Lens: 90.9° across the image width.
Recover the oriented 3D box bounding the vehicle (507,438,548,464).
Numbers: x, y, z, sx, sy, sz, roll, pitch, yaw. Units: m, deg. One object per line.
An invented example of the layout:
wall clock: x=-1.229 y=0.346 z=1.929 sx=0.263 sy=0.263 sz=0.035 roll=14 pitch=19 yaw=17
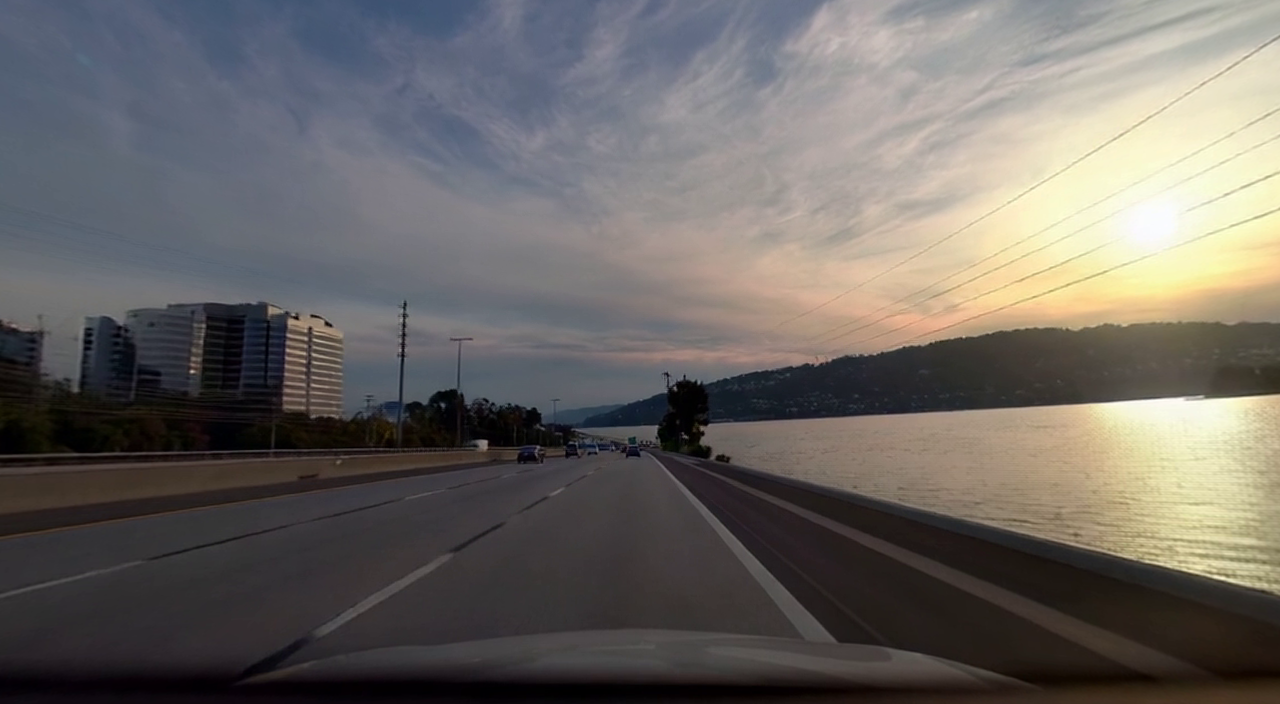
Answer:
vehicle: x=-7.488 y=6.606 z=42.194 sx=1.946 sy=1.590 sz=4.042 roll=0 pitch=-8 yaw=1
